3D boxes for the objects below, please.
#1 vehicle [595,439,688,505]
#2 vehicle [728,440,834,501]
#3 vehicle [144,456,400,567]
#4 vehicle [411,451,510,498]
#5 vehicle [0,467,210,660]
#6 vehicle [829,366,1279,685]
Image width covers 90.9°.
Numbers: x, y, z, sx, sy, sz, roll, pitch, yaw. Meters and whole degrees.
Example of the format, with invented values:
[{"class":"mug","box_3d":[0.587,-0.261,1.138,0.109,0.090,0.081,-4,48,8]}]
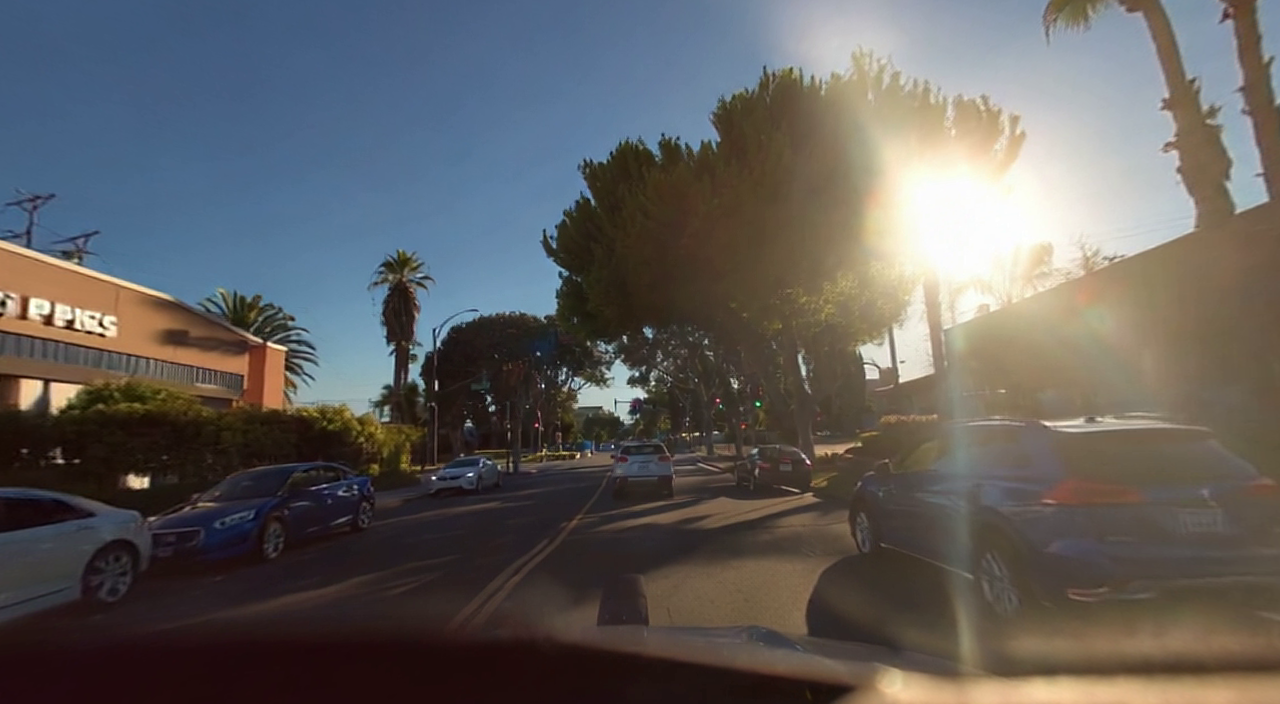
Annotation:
[{"class":"vehicle","box_3d":[0.023,2.968,16.075,2.060,1.452,4.078,0,-9,0]},{"class":"vehicle","box_3d":[3.644,3.140,17.191,1.821,1.417,4.454,0,-9,0]},{"class":"vehicle","box_3d":[-6.139,2.659,11.318,1.850,1.482,4.454,0,-8,1]},{"class":"vehicle","box_3d":[-6.301,4.325,22.767,2.105,1.469,4.693,0,-9,1]},{"class":"vehicle","box_3d":[-6.148,1.768,5.145,1.874,1.472,4.668,0,-8,2]},{"class":"vehicle","box_3d":[3.671,1.349,6.198,2.099,1.786,5.198,0,-9,1]}]
